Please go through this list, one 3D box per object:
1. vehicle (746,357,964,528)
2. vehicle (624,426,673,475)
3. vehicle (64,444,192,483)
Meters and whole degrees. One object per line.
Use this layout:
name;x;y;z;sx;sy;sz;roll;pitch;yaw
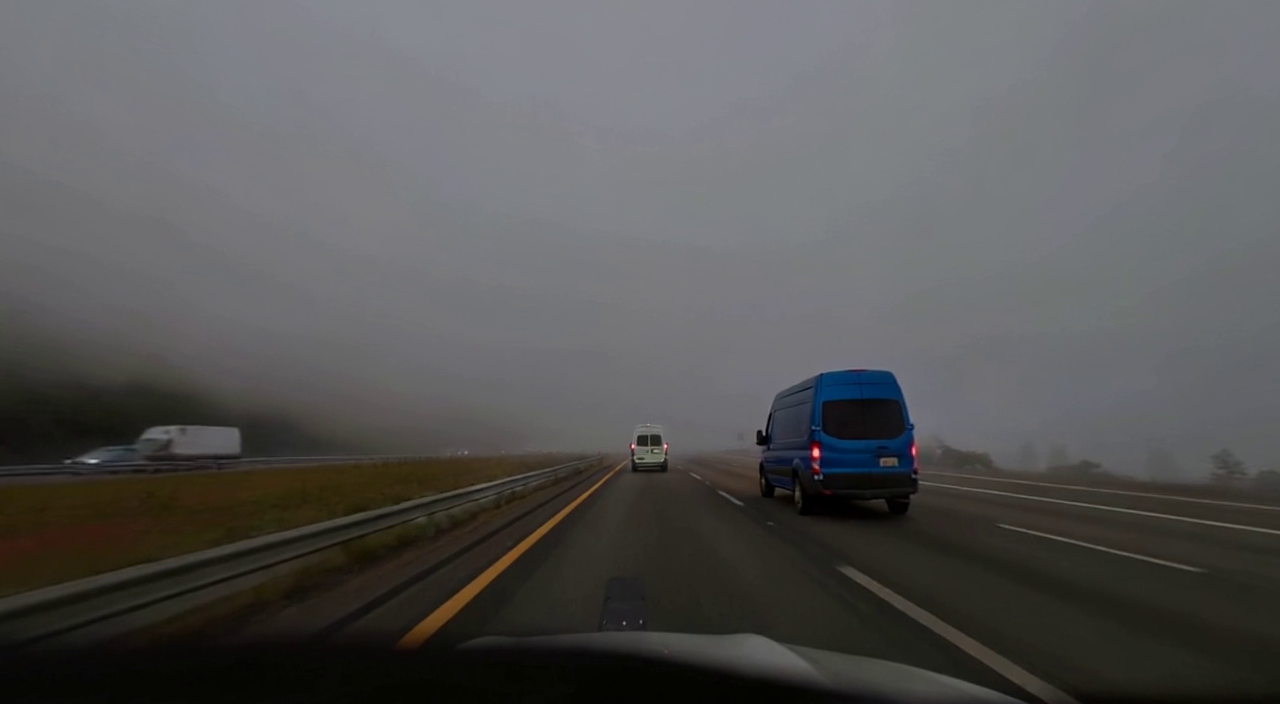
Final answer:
vehicle;3.868;1.851;12.994;2.302;2.670;6.176;0;-8;0
vehicle;0.388;4.640;29.910;2.131;2.122;4.473;0;-8;0
vehicle;-24.583;5.337;30.577;2.041;1.704;4.905;0;-8;1
